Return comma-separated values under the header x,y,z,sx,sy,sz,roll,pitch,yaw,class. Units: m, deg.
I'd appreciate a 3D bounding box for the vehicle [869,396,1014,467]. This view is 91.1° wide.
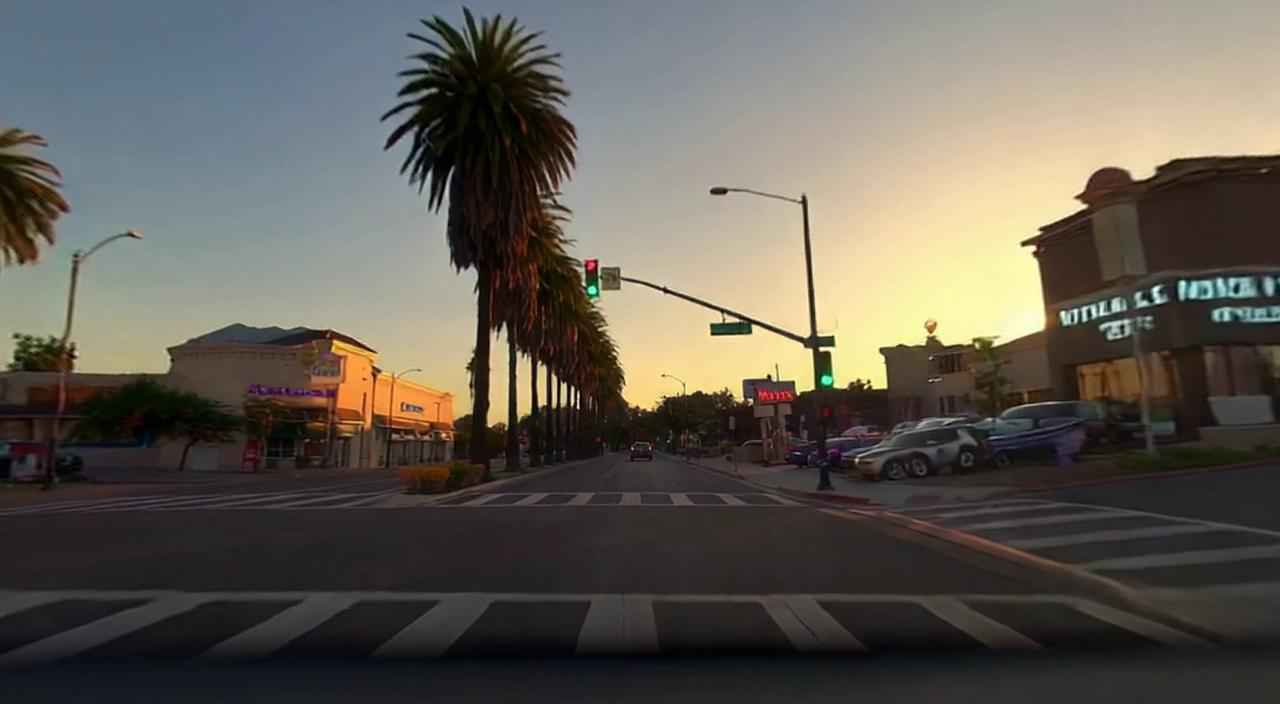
x,y,z,sx,sy,sz,roll,pitch,yaw,class
16.060,4.500,34.731,2.814,3.328,10.467,0,-9,0,vehicle

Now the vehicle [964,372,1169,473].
x,y,z,sx,sy,sz,roll,pitch,yaw,class
15.787,2.868,24.262,3.161,3.209,7.934,-1,-9,8,vehicle

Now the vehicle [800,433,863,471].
x,y,z,sx,sy,sz,roll,pitch,yaw,class
9.704,5.138,32.166,1.655,1.820,3.969,0,-10,-5,vehicle
